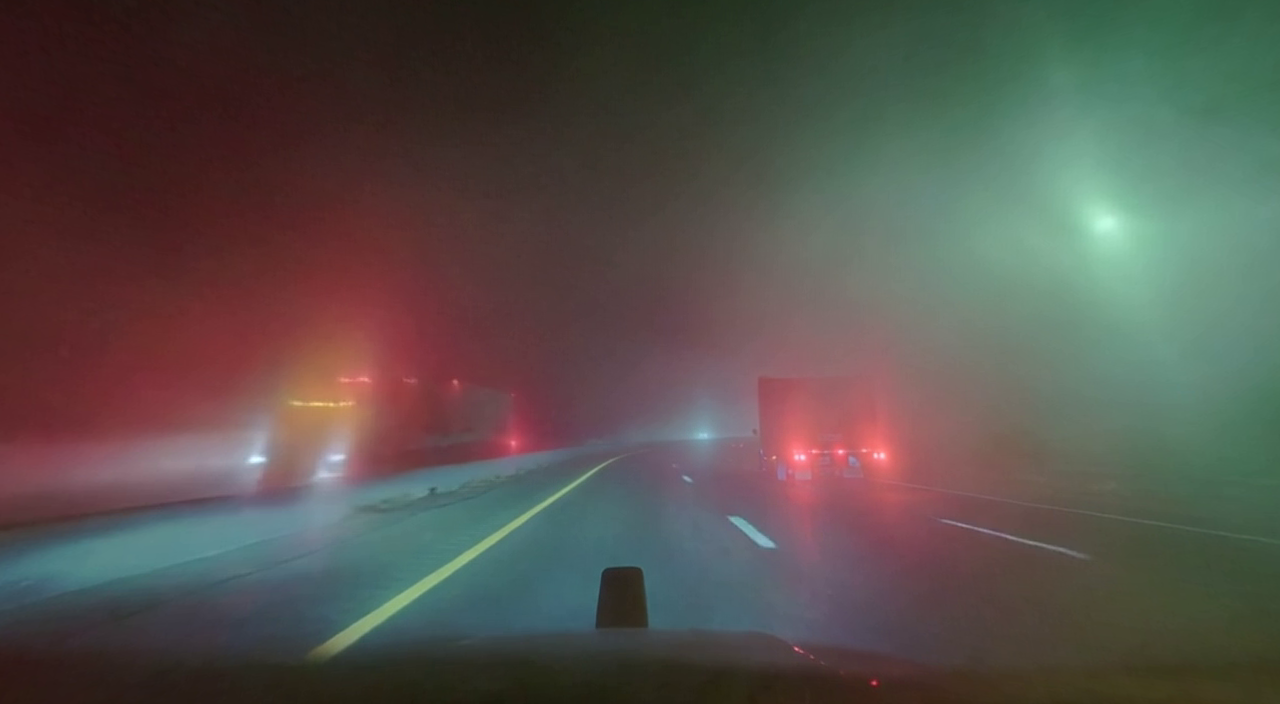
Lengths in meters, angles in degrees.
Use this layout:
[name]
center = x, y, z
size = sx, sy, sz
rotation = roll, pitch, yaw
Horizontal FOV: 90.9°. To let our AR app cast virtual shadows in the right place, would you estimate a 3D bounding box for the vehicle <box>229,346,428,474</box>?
[vehicle]
center = -11.058, 2.379, 23.720
size = 3.054, 3.972, 8.029
rotation = 0, -8, 2
